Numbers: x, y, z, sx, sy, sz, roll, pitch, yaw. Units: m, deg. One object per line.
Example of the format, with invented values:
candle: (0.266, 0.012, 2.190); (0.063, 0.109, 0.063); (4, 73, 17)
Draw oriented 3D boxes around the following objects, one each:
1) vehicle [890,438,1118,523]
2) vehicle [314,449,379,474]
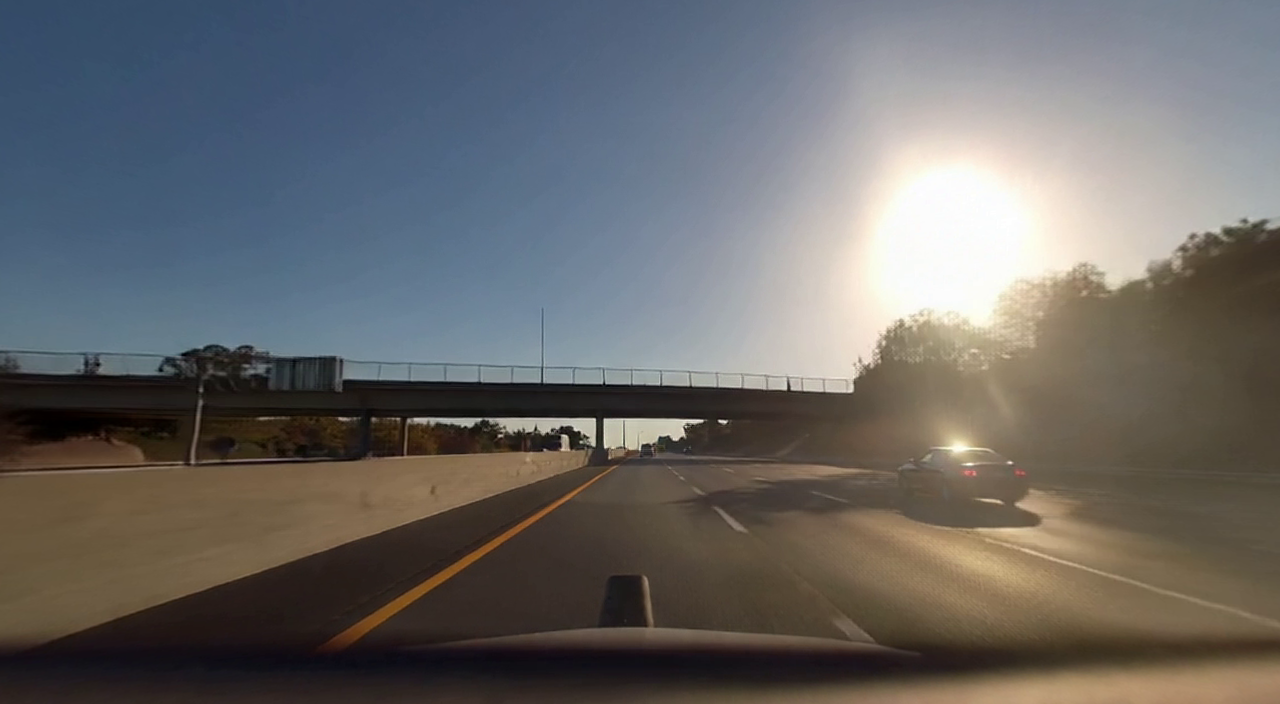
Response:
vehicle: (7.670, 2.717, 14.051); (2.093, 1.525, 4.865); (0, -8, -1)
vehicle: (-18.752, 6.998, 40.535); (1.892, 1.493, 4.485); (-1, -8, 2)
